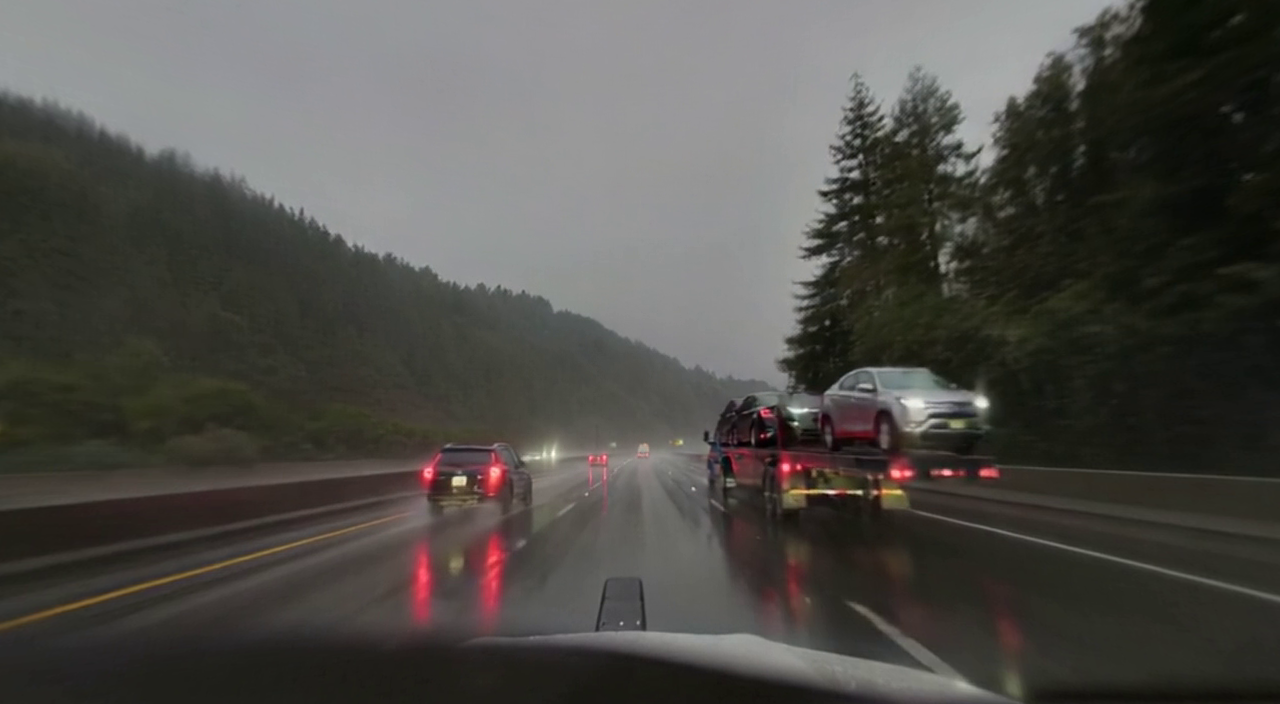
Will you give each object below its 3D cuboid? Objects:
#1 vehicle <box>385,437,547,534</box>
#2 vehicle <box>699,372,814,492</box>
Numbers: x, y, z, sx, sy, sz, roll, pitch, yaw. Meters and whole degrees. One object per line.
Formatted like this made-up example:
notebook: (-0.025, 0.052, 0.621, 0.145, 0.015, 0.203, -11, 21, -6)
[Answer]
vehicle: (-3.127, 2.482, 12.296, 1.944, 1.548, 4.051, 0, -9, 1)
vehicle: (4.035, 3.015, 23.354, 3.016, 3.891, 5.767, 0, -9, -1)
